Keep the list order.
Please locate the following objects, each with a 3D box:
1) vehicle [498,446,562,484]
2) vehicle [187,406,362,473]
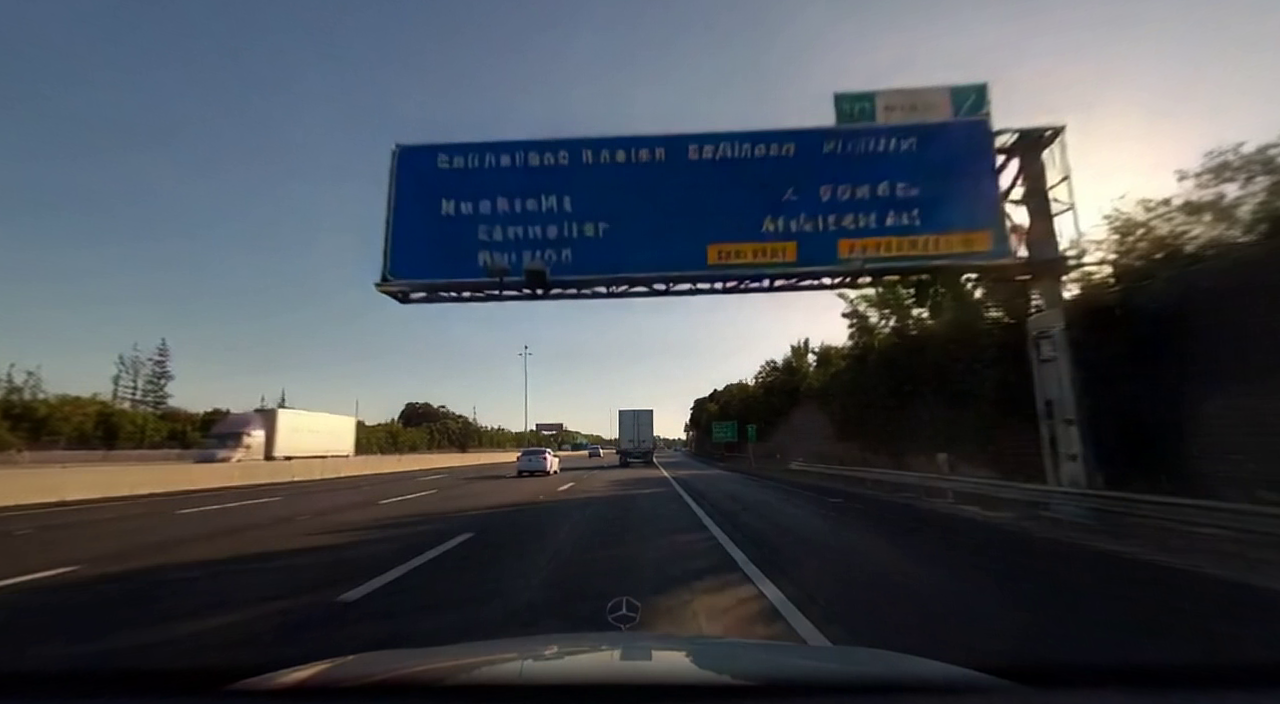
[{"bbox_3d":[-4.663,4.850,27.361,2.024,1.515,3.907,0,-9,1],"label":"vehicle"},{"bbox_3d":[-25.444,6.485,45.869,3.069,3.973,16.049,0,-9,0],"label":"vehicle"}]
